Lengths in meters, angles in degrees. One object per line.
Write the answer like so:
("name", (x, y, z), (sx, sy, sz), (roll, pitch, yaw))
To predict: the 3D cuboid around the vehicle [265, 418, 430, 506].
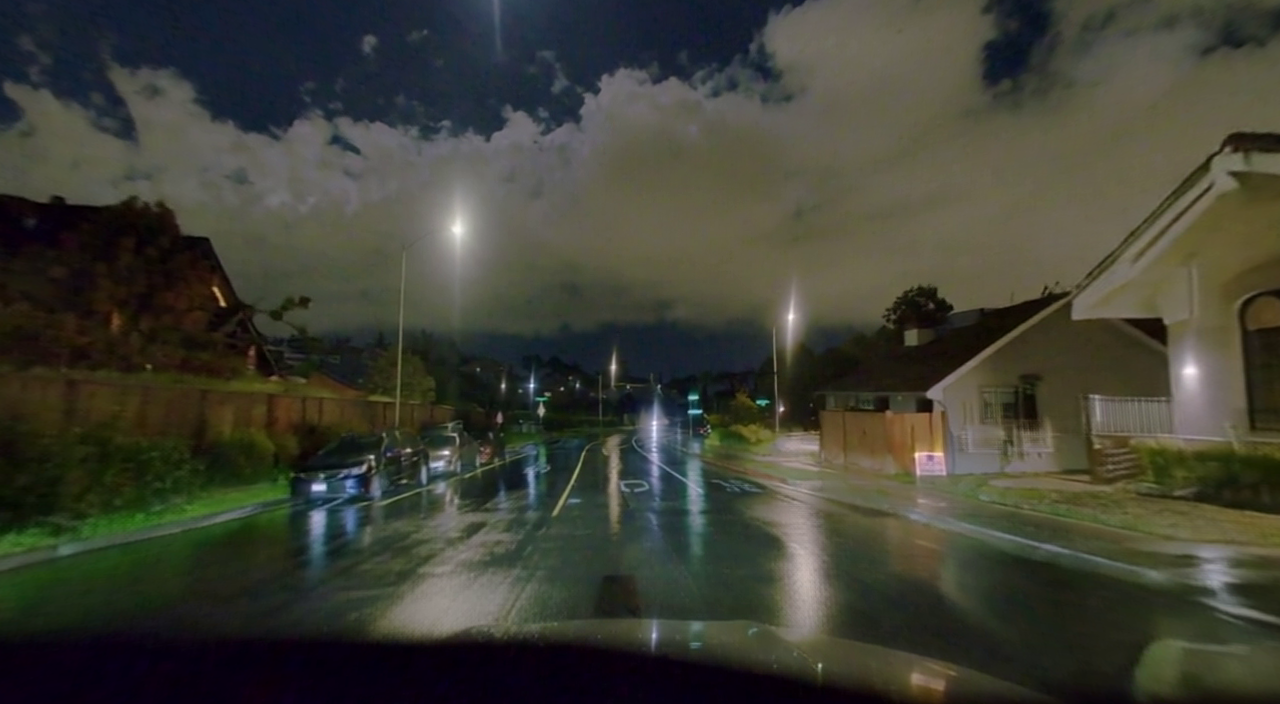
("vehicle", (-6.669, 2.529, 14.998), (2.147, 1.780, 4.165), (0, -8, -4))
